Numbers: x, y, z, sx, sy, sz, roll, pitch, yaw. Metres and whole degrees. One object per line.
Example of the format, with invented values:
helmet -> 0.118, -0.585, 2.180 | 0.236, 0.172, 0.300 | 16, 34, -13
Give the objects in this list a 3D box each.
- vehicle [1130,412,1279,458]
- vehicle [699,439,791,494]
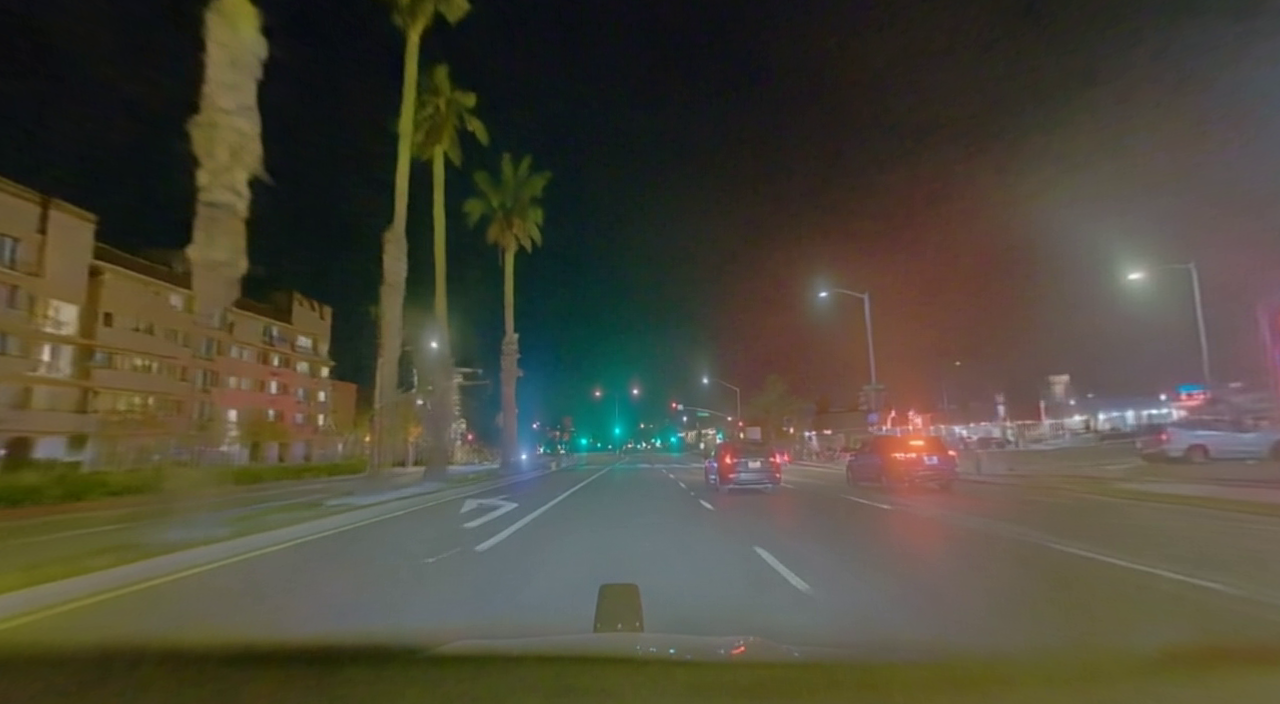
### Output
vehicle -> 22.898, 3.406, 25.758 | 4.077, 1.771, 2.032 | 0, -8, 0
vehicle -> 3.014, 3.394, 19.160 | 1.964, 1.448, 4.295 | 0, -8, -1
